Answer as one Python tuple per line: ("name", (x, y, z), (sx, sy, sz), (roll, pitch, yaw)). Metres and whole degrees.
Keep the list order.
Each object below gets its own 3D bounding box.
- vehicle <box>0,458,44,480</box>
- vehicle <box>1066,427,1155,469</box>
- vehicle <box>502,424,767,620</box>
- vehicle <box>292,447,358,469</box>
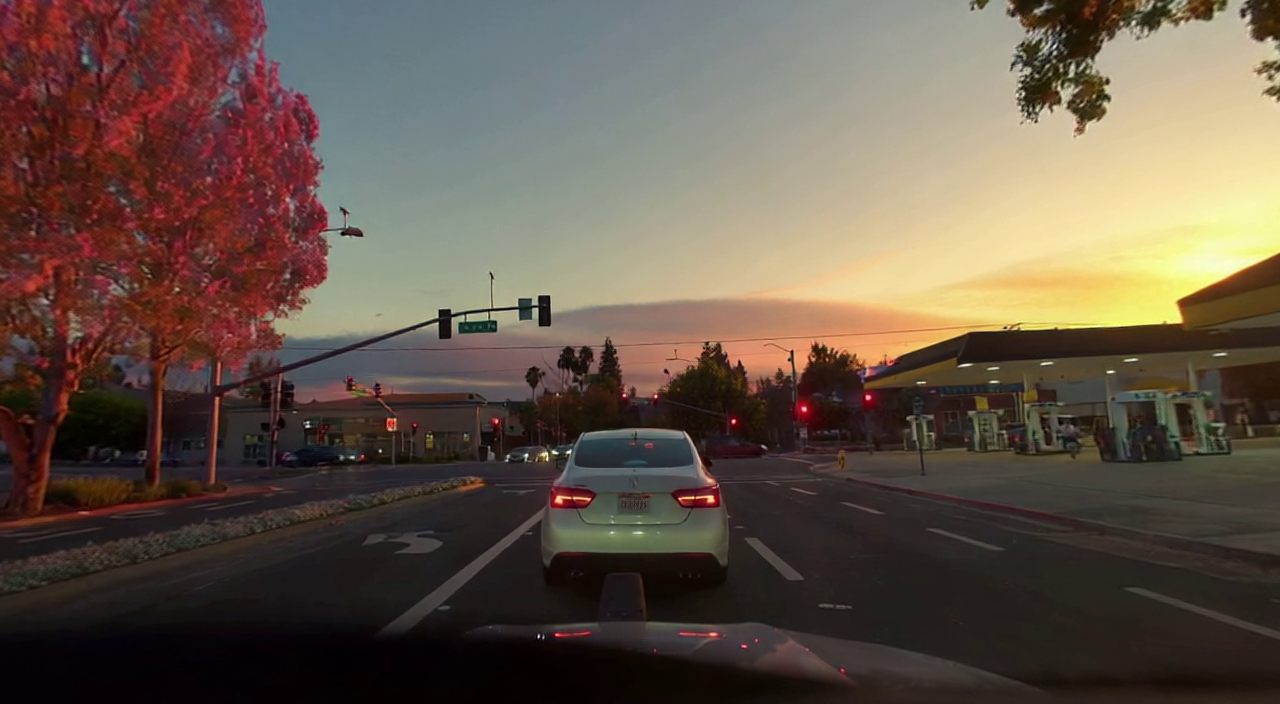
("vehicle", (-44.836, 8.177, 44.186), (4.380, 1.409, 1.841), (-1, -8, 5))
("vehicle", (18.608, 3.759, 24.870), (4.091, 1.495, 2.053), (8, -12, -44))
("vehicle", (-0.038, 1.599, 6.902), (2.010, 1.482, 4.057), (0, -8, 0))
("vehicle", (-23.280, 7.844, 46.634), (3.975, 1.563, 1.755), (-1, -8, 5))
